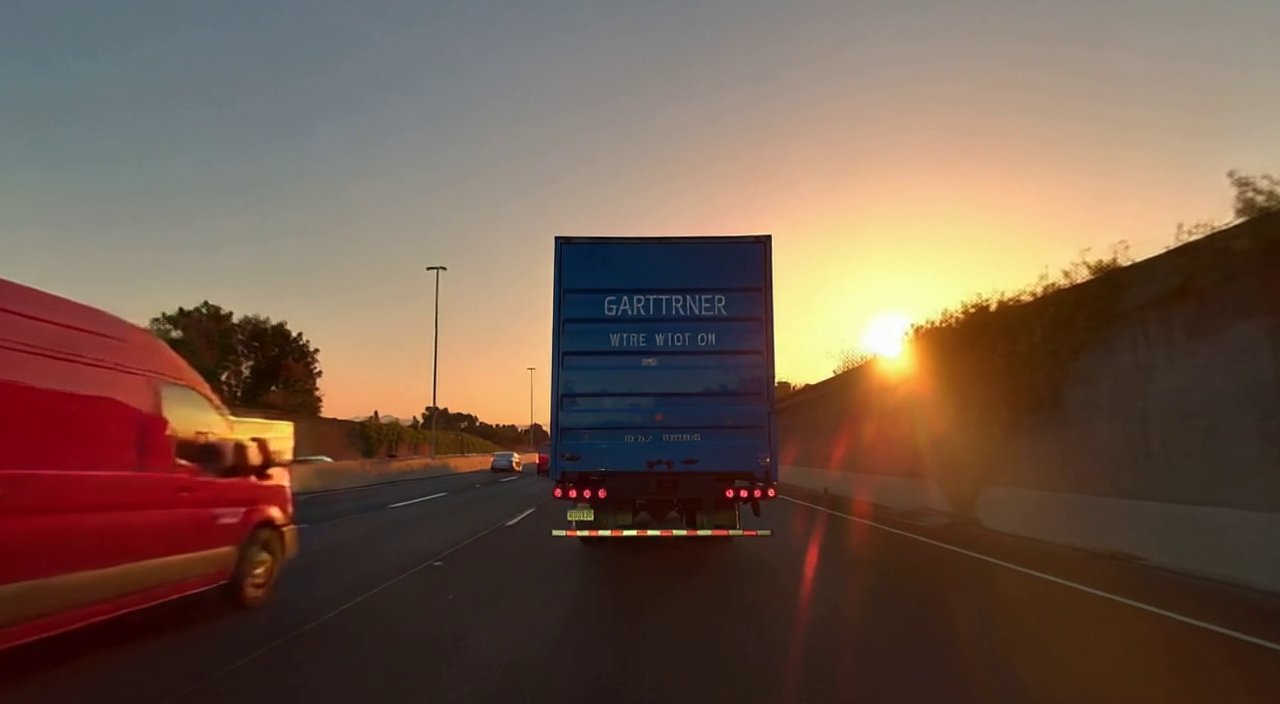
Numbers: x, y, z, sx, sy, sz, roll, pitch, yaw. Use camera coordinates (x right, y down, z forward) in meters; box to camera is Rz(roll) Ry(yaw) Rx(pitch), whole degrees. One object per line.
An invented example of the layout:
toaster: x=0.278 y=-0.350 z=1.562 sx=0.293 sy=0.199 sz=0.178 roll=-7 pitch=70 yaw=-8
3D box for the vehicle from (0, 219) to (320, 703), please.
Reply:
vehicle: x=-4.139 y=0.692 z=3.278 sx=2.208 sy=2.522 sz=5.187 roll=0 pitch=-9 yaw=-1

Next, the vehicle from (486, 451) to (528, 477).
vehicle: x=-8.233 y=6.954 z=39.410 sx=1.828 sy=1.502 sz=3.385 roll=0 pitch=-9 yaw=1

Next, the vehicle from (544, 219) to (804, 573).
vehicle: x=0.445 y=1.246 z=12.431 sx=2.853 sy=4.054 sz=10.557 roll=0 pitch=-9 yaw=1

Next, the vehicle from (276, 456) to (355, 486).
vehicle: x=-17.093 y=6.253 z=33.505 sx=1.878 sy=1.441 sz=4.330 roll=0 pitch=-9 yaw=0
